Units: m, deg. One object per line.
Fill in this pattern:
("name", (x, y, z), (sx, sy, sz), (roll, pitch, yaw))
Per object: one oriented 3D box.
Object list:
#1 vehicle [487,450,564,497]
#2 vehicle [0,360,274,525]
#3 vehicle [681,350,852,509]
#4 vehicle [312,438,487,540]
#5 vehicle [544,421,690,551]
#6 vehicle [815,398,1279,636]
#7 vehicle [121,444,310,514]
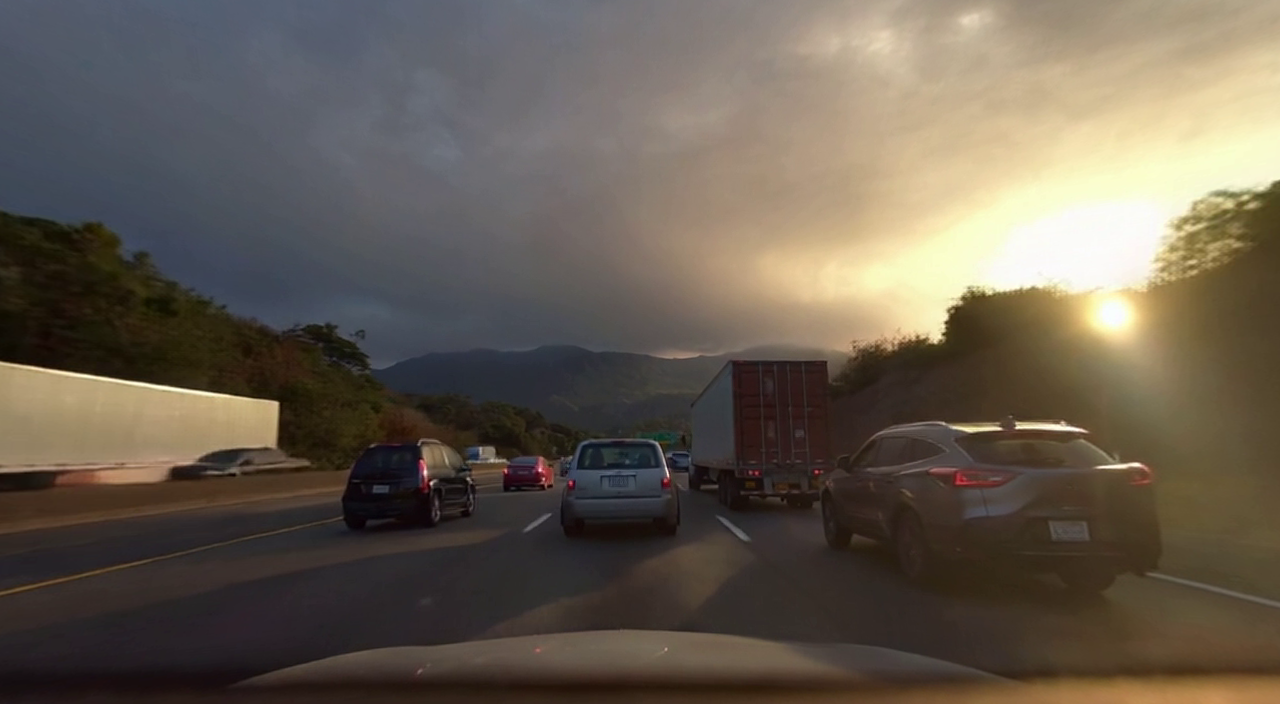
("vehicle", (-3.965, 4.259, 22.536), (1.923, 1.503, 4.293), (0, -9, 0))
("vehicle", (-16.821, 2.893, 19.689), (2.565, 3.952, 13.857), (0, -9, 0))
("vehicle", (3.749, 3.167, 24.099), (3.186, 4.111, 15.553), (0, -9, -1))
("vehicle", (-4.338, 2.506, 12.099), (1.789, 1.620, 3.841), (0, -9, 0))
("vehicle", (-0.335, 2.204, 10.987), (2.037, 1.792, 4.194), (0, -9, 0))
("vehicle", (3.695, 1.578, 7.080), (2.076, 1.751, 4.666), (0, -9, 0))
("vehicle", (-12.379, 3.701, 18.956), (2.083, 1.772, 5.143), (0, -9, 0))
